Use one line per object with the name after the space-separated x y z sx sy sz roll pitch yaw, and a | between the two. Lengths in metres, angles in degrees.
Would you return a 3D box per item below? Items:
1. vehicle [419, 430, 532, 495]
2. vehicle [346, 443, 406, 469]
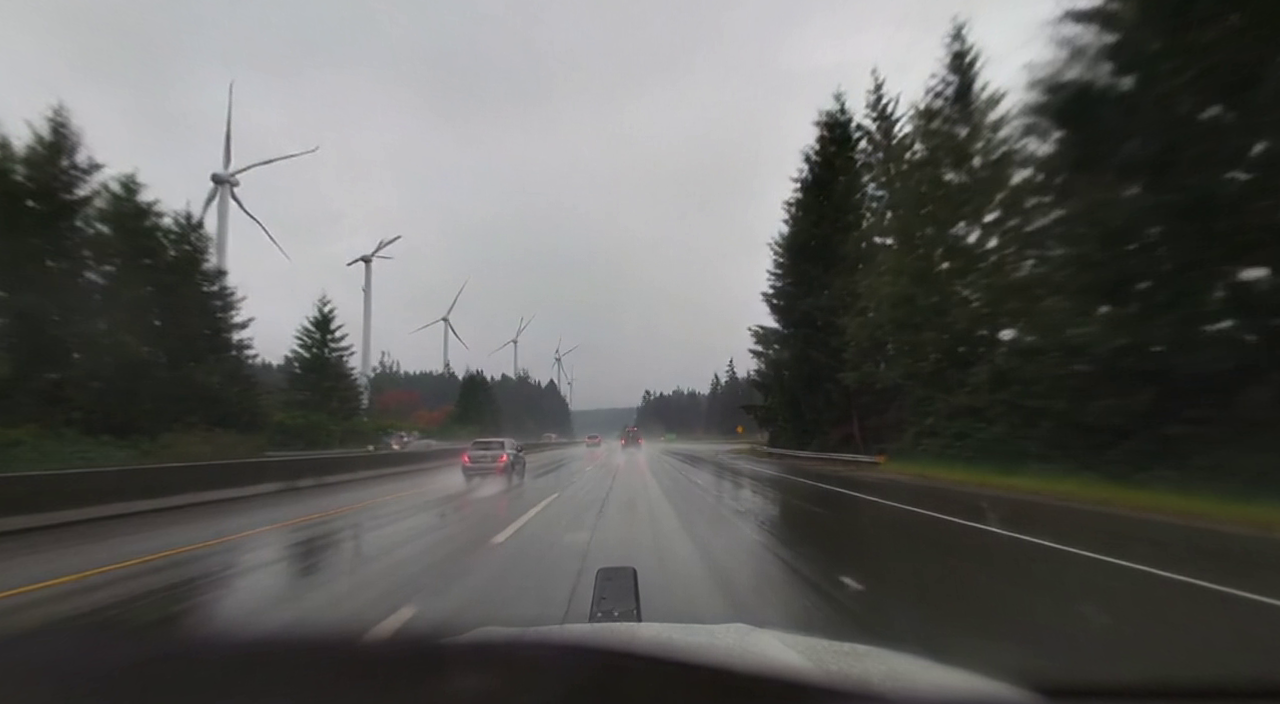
-4.226 2.889 16.870 1.950 1.511 3.965 0 -8 0 | vehicle
-16.870 6.630 40.520 2.184 1.556 3.963 0 -8 -1 | vehicle
